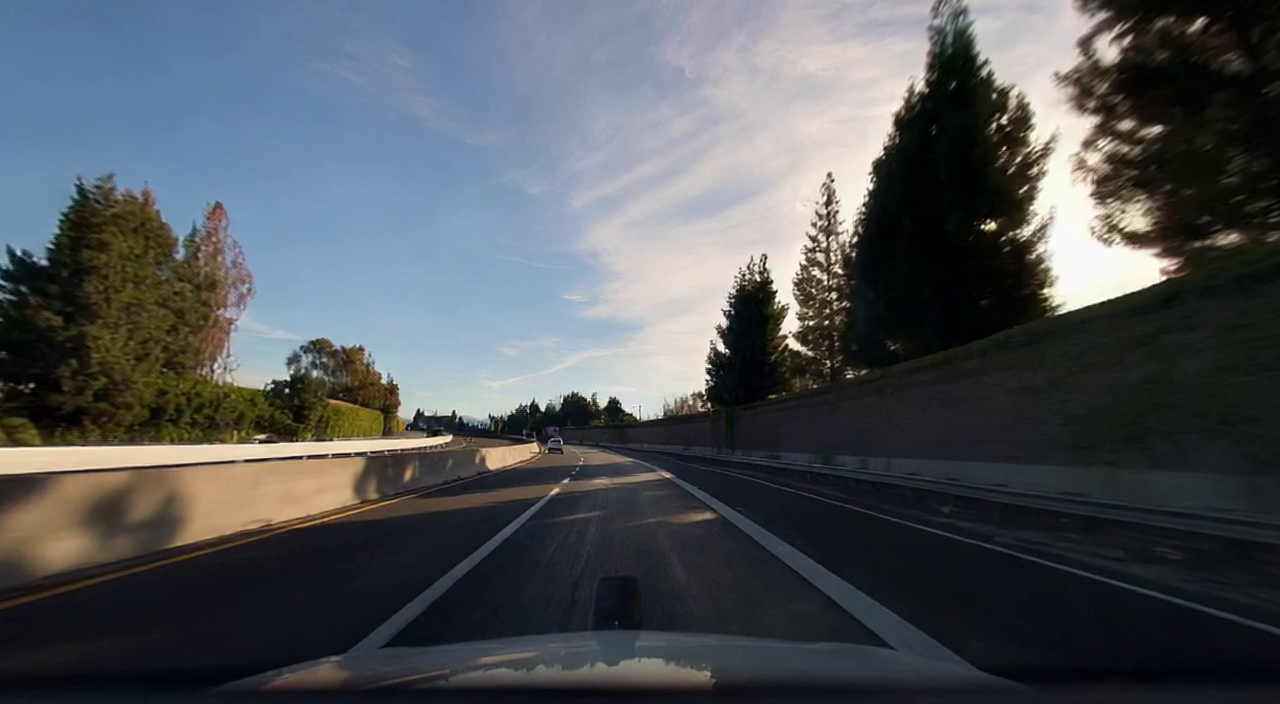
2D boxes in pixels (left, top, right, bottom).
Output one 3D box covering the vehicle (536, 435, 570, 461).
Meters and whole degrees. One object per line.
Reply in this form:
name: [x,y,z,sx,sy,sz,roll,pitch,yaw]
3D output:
vehicle: [-6.675,7.482,48.993,2.410,1.873,4.784,0,-8,-5]
